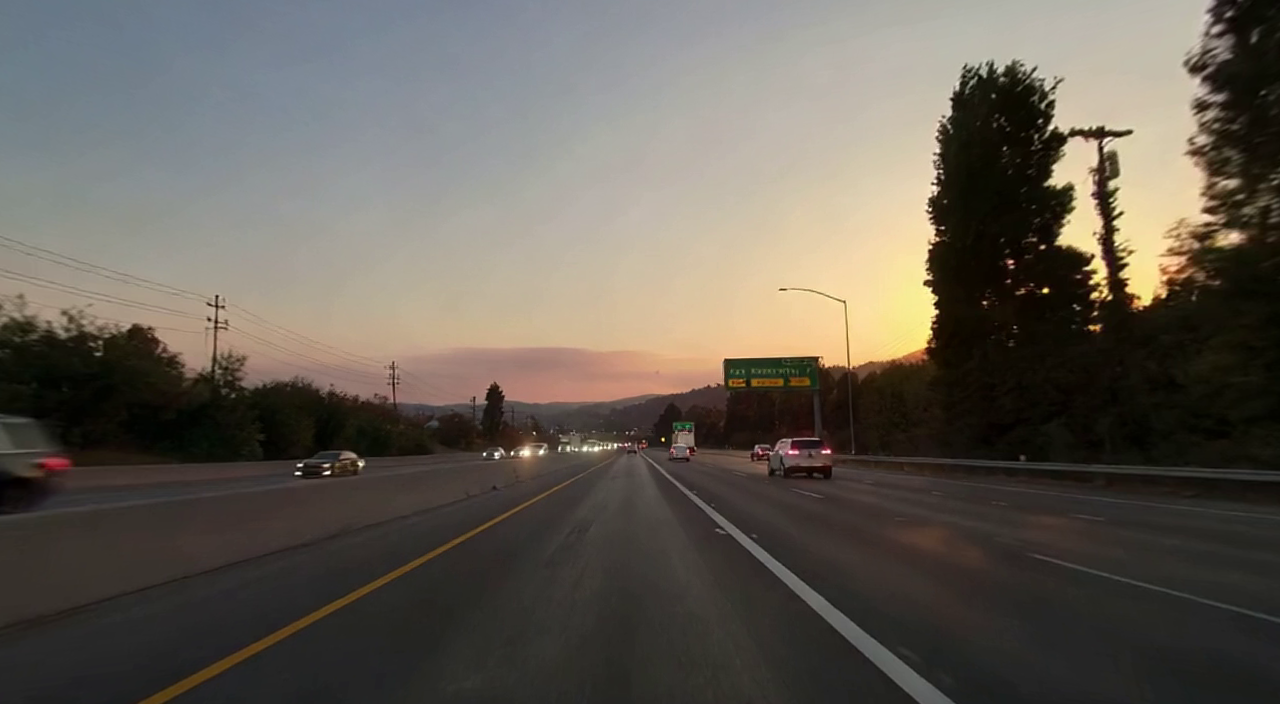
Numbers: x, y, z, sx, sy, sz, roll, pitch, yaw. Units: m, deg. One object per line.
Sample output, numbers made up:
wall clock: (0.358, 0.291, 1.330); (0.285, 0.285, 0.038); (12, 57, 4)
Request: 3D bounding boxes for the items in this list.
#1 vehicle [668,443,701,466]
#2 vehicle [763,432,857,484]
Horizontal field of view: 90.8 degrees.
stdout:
vehicle: (3.202, 7.518, 46.640); (2.018, 1.600, 4.121); (0, -9, -2)
vehicle: (6.671, 4.224, 25.547); (2.244, 1.858, 5.414); (0, -9, -1)
